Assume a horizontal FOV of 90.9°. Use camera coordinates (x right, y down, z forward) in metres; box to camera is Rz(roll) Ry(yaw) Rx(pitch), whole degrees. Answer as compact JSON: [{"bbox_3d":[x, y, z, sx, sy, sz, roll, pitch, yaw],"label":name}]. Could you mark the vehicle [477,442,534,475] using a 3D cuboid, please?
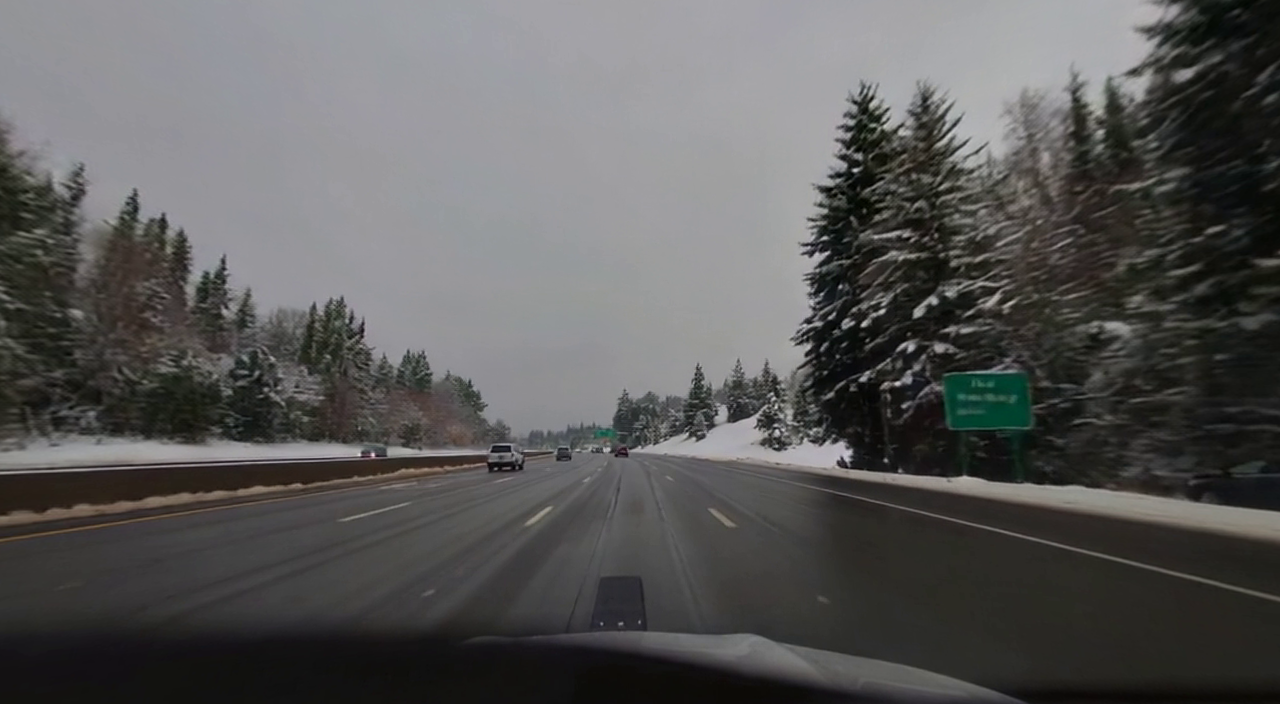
[{"bbox_3d":[-7.671,6.120,36.548,2.179,1.710,5.160,0,-8,0],"label":"vehicle"}]
